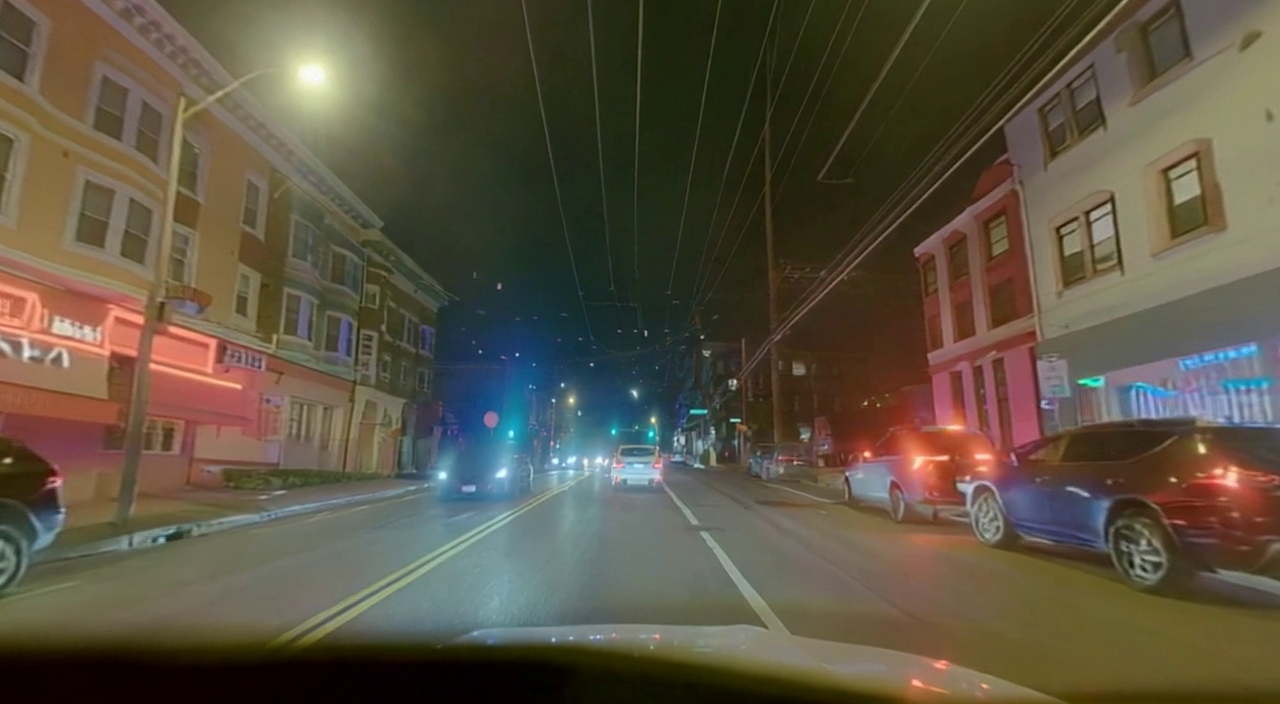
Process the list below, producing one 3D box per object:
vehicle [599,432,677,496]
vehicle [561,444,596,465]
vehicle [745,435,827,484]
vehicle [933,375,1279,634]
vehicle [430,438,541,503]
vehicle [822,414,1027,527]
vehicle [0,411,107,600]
[{"bbox_3d":[-0.050,3.164,18.162,1.980,1.635,3.795,0,-8,0],"label":"vehicle"},{"bbox_3d":[-4.576,7.670,47.596,2.181,1.500,4.319,0,-8,0],"label":"vehicle"},{"bbox_3d":[6.235,4.672,27.799,2.197,1.917,5.637,0,-8,0],"label":"vehicle"},{"bbox_3d":[6.198,1.633,7.821,2.203,2.052,5.975,0,-8,-1],"label":"vehicle"},{"bbox_3d":[-4.055,3.176,17.373,1.968,1.524,4.304,0,-8,-1],"label":"vehicle"},{"bbox_3d":[6.151,2.633,14.685,2.208,2.106,5.496,0,-9,0],"label":"vehicle"},{"bbox_3d":[-7.359,1.314,4.759,2.095,1.847,5.290,0,-8,-1],"label":"vehicle"}]
